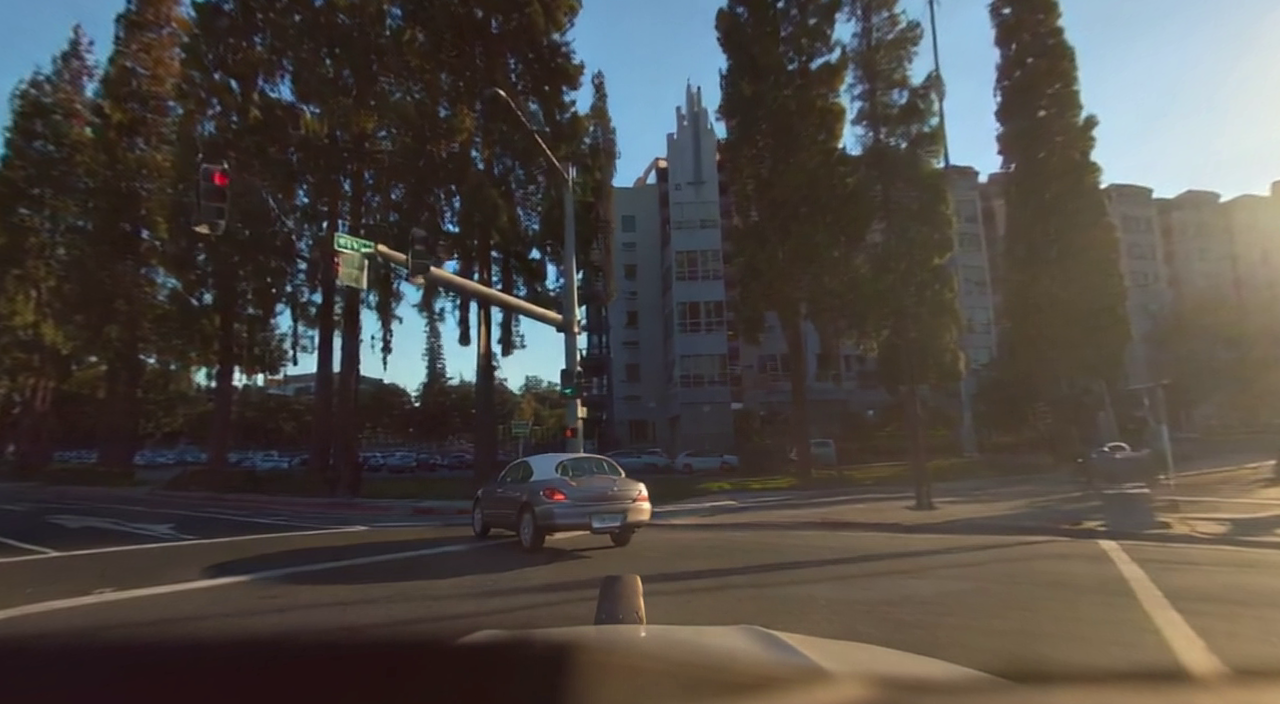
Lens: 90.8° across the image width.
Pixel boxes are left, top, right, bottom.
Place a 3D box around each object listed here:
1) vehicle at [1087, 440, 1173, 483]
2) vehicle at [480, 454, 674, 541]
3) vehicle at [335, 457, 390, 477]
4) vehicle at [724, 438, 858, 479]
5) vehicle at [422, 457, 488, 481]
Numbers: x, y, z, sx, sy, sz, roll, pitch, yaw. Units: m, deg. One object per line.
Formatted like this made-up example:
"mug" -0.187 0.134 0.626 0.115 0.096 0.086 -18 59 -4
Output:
"vehicle" 19.069 4.258 24.810 2.024 1.489 4.613 -5 -10 31
"vehicle" -1.483 2.983 13.646 1.903 1.529 4.254 8 -12 -43
"vehicle" -20.318 8.411 46.338 1.627 1.392 3.330 -5 -10 31
"vehicle" 7.376 5.227 31.245 6.021 1.868 2.172 -5 -10 31
"vehicle" -11.959 7.535 40.972 1.709 1.410 3.945 -5 -10 31
